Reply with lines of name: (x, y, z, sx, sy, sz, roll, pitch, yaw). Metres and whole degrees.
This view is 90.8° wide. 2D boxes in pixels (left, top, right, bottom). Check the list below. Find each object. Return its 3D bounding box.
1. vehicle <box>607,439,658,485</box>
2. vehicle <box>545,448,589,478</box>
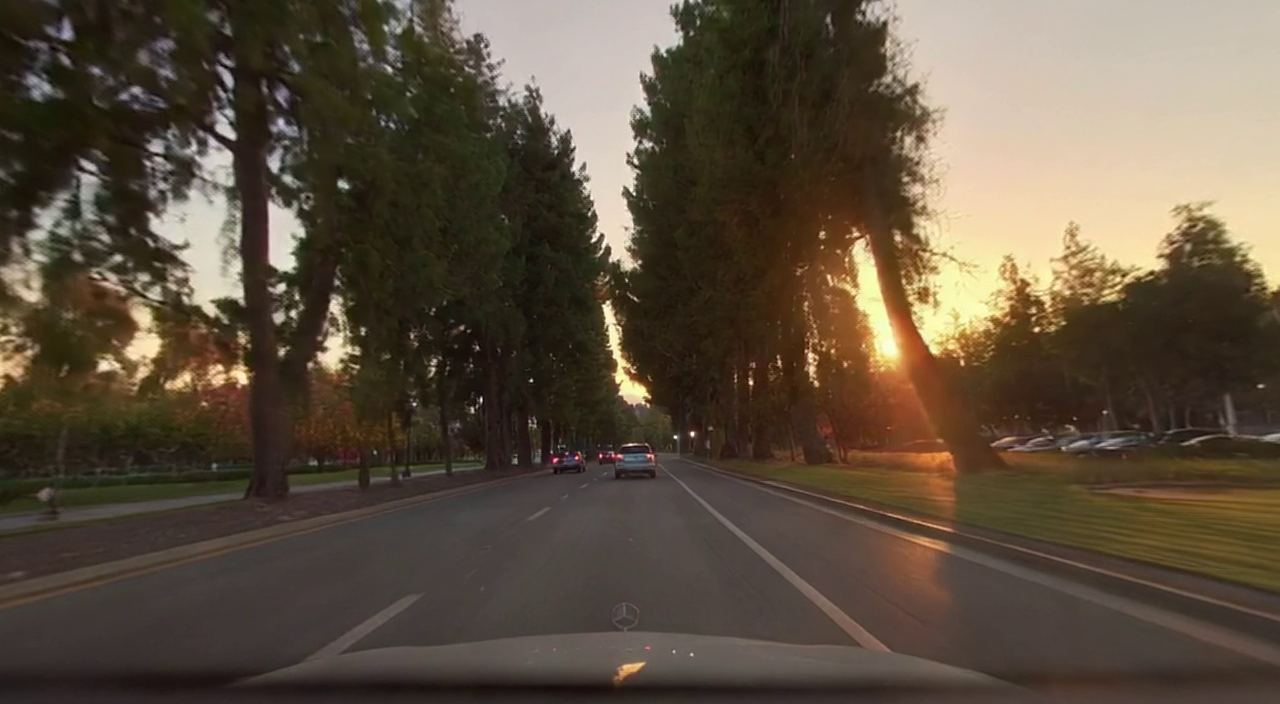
vehicle: (-0.313, 4.663, 27.080, 2.018, 1.769, 3.897, 0, -8, -1)
vehicle: (-4.011, 6.176, 35.465, 1.936, 1.538, 4.016, 0, -8, 1)
